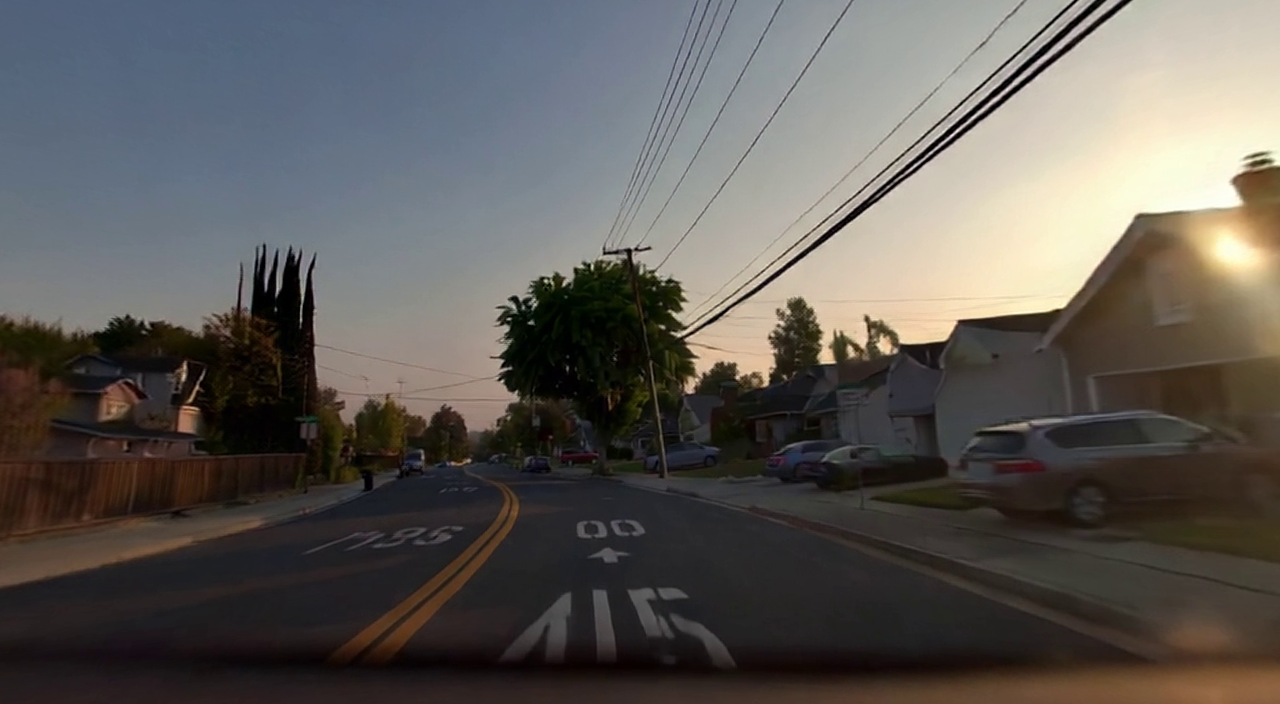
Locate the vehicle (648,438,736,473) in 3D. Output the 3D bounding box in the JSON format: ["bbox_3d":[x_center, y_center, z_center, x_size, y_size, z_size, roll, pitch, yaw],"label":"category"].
[{"bbox_3d":[2.826,5.647,34.505,4.337,1.768,1.962,2,-9,-15],"label":"vehicle"}]

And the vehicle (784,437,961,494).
[{"bbox_3d":[6.679,3.256,18.420,4.382,1.531,1.925,1,-9,-8],"label":"vehicle"}]

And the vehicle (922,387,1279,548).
[{"bbox_3d":[7.252,1.603,9.108,5.229,1.790,2.153,-2,-11,-5],"label":"vehicle"}]
